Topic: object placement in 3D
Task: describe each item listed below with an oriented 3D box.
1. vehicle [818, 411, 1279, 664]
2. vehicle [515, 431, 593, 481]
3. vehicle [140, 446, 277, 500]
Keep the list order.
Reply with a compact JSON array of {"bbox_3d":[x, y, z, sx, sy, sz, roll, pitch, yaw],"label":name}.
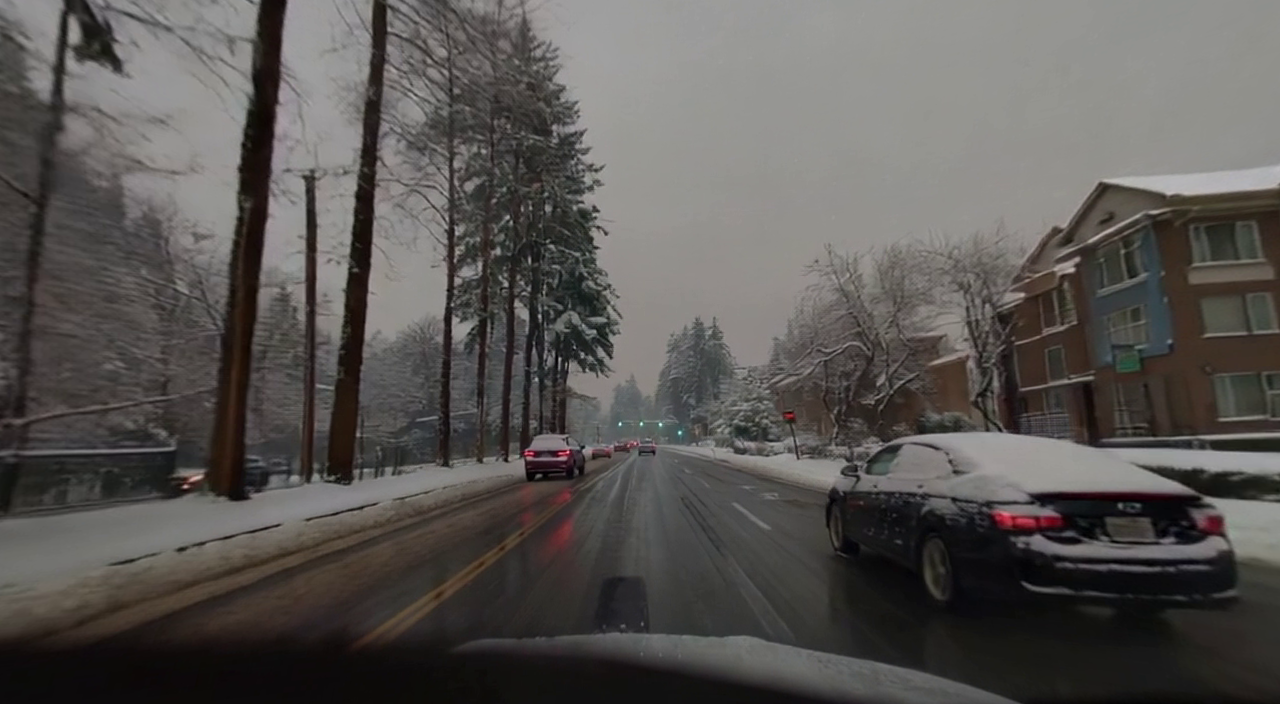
[{"bbox_3d":[3.307,1.450,6.068,1.945,1.530,4.320,0,-8,0],"label":"vehicle"},{"bbox_3d":[-3.347,4.182,25.596,2.216,1.828,4.886,-1,-8,3],"label":"vehicle"},{"bbox_3d":[-17.789,4.961,26.376,2.194,1.973,4.870,0,-8,0],"label":"vehicle"}]
